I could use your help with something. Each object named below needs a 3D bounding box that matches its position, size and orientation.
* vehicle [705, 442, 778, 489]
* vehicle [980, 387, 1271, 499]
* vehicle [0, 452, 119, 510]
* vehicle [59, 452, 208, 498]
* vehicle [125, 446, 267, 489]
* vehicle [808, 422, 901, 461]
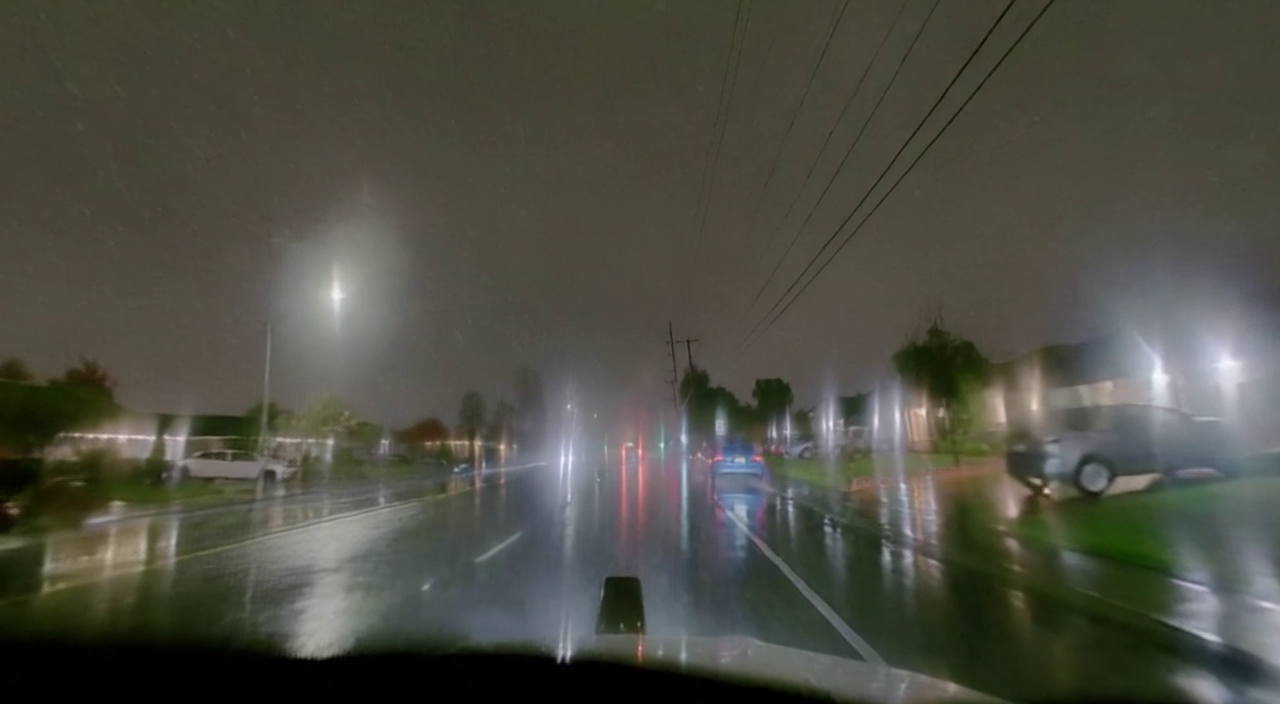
[{"bbox_3d":[3.429,3.915,22.155,2.016,1.477,4.207,0,-8,2],"label":"vehicle"},{"bbox_3d":[10.026,1.881,13.308,4.463,1.765,1.960,-5,-8,-5],"label":"vehicle"},{"bbox_3d":[-20.945,4.264,21.173,4.910,1.660,2.264,1,-9,3],"label":"vehicle"},{"bbox_3d":[-20.666,5.007,25.882,4.505,1.501,1.953,2,-9,6],"label":"vehicle"},{"bbox_3d":[-21.117,5.503,30.241,4.912,1.936,2.355,0,-8,-2],"label":"vehicle"},{"bbox_3d":[11.445,4.752,33.638,4.591,1.867,2.057,3,-11,-30],"label":"vehicle"}]
